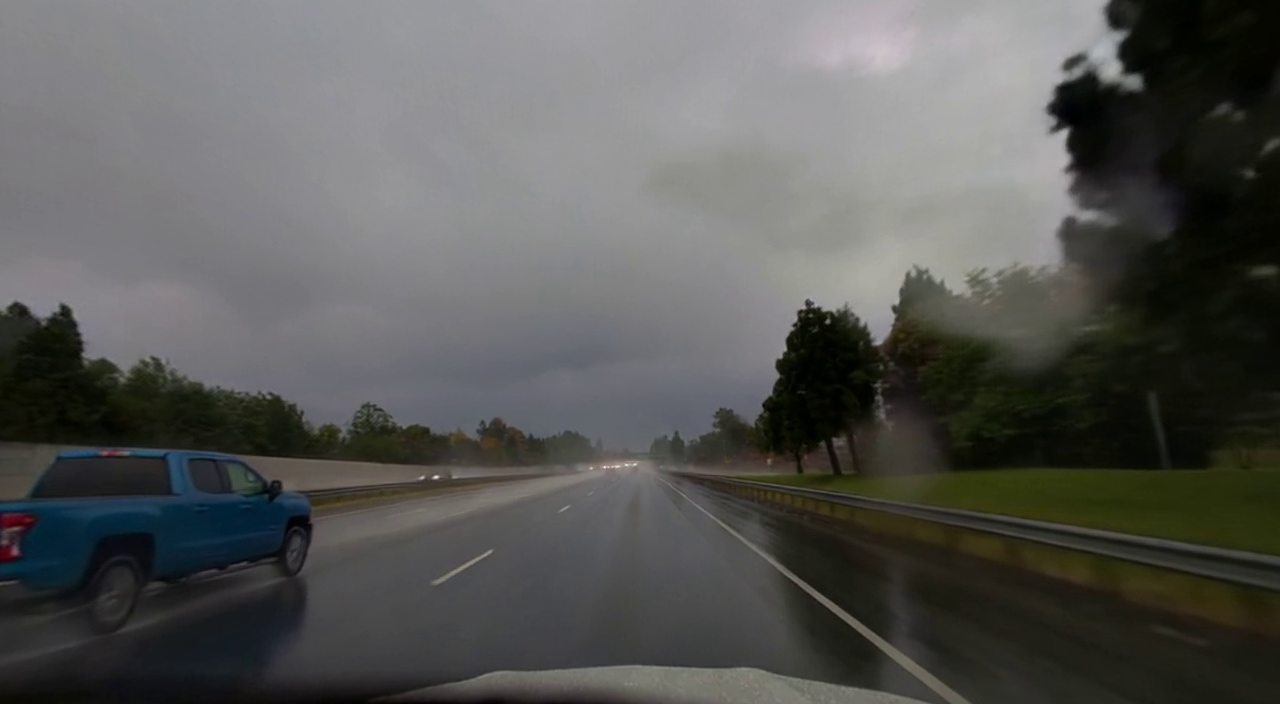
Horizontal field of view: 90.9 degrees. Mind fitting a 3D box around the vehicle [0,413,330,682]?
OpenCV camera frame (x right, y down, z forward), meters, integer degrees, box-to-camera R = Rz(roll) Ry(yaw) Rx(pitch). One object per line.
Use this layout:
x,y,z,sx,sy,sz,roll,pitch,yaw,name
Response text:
-4.662,1.447,5.406,1.914,1.534,4.015,1,-10,0,vehicle
